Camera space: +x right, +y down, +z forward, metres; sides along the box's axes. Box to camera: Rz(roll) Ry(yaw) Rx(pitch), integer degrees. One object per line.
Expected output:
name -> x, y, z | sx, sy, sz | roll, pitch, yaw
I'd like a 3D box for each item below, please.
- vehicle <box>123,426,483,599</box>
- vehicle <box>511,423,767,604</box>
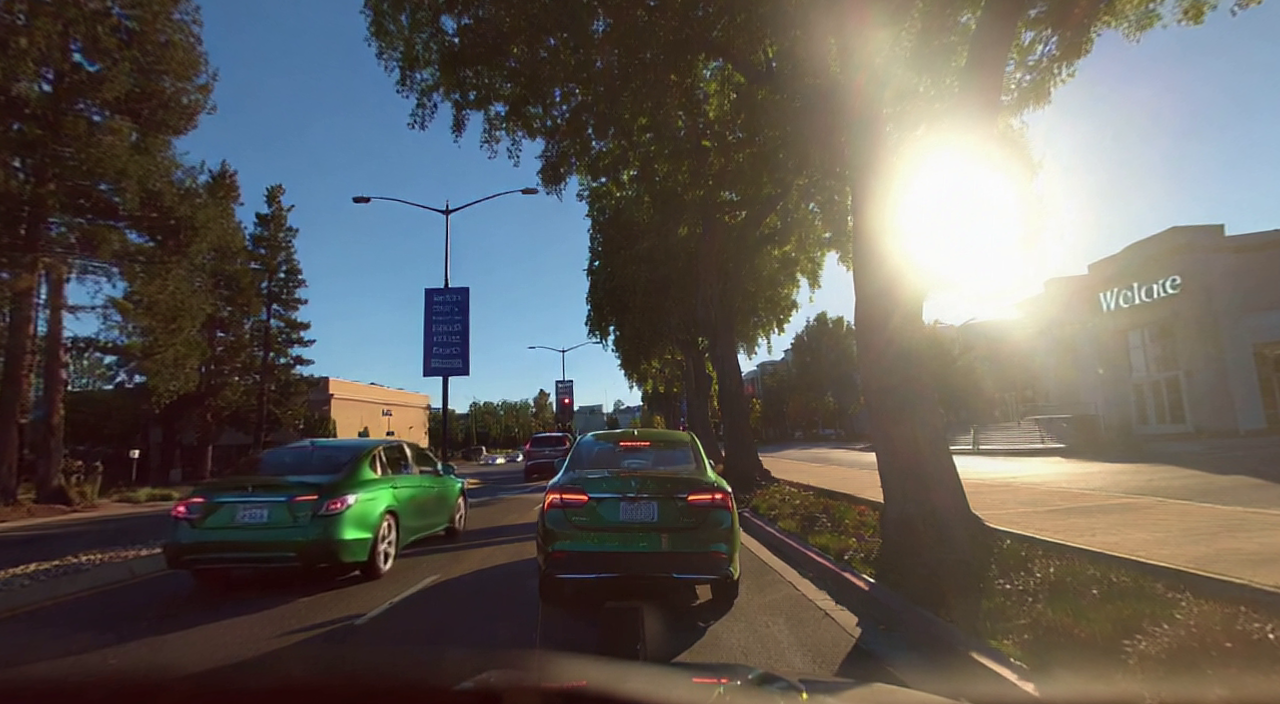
vehicle -> -3.506, 1.734, 7.801 | 1.961, 1.487, 4.453 | 0, -8, 0
vehicle -> -0.067, 1.638, 7.309 | 2.126, 1.475, 3.967 | 0, -8, -2
